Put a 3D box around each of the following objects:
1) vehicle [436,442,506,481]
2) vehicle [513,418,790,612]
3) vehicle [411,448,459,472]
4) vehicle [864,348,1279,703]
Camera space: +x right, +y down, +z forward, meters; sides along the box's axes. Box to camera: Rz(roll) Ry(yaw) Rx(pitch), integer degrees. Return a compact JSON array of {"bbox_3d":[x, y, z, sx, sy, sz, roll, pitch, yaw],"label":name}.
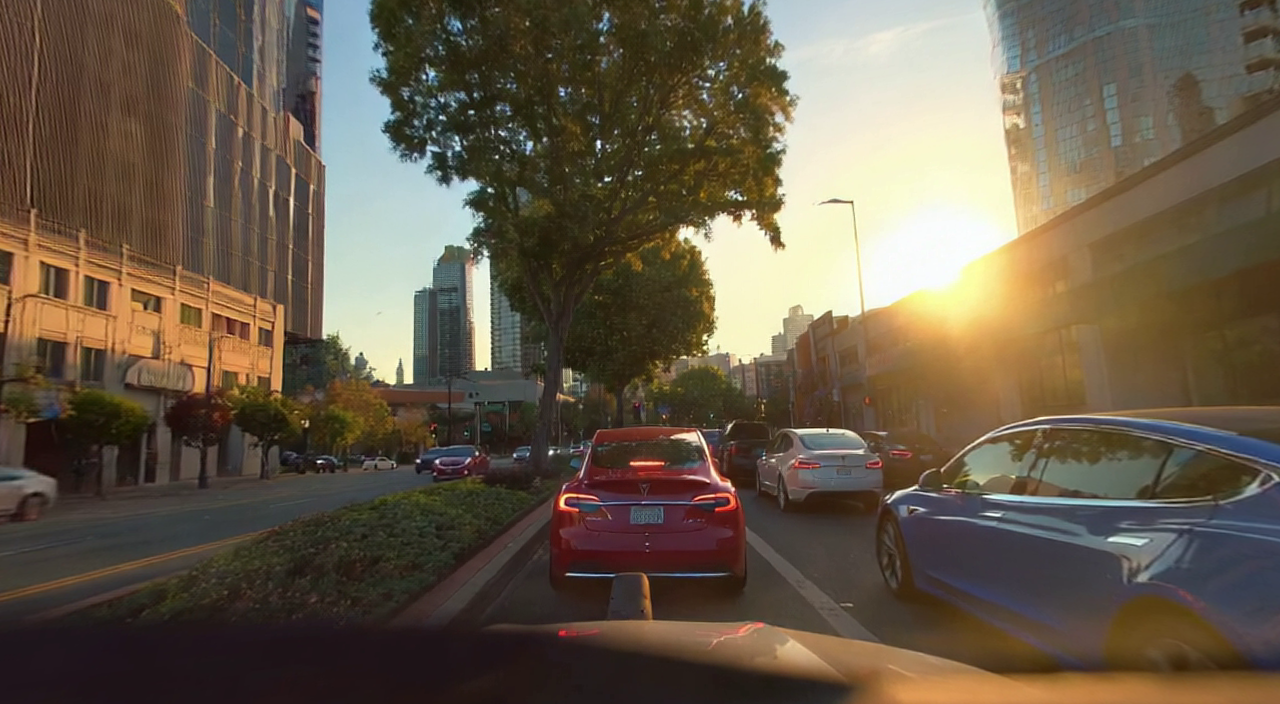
[{"bbox_3d":[-7.715,5.036,29.292,1.999,1.662,4.291,0,-8,1],"label":"vehicle"},{"bbox_3d":[0.103,1.556,6.914,2.137,1.488,3.938,0,-8,0],"label":"vehicle"},{"bbox_3d":[-15.117,7.955,46.733,2.005,1.630,4.556,0,-8,1],"label":"vehicle"},{"bbox_3d":[3.192,1.062,3.800,2.038,1.651,4.455,0,-8,0],"label":"vehicle"}]
